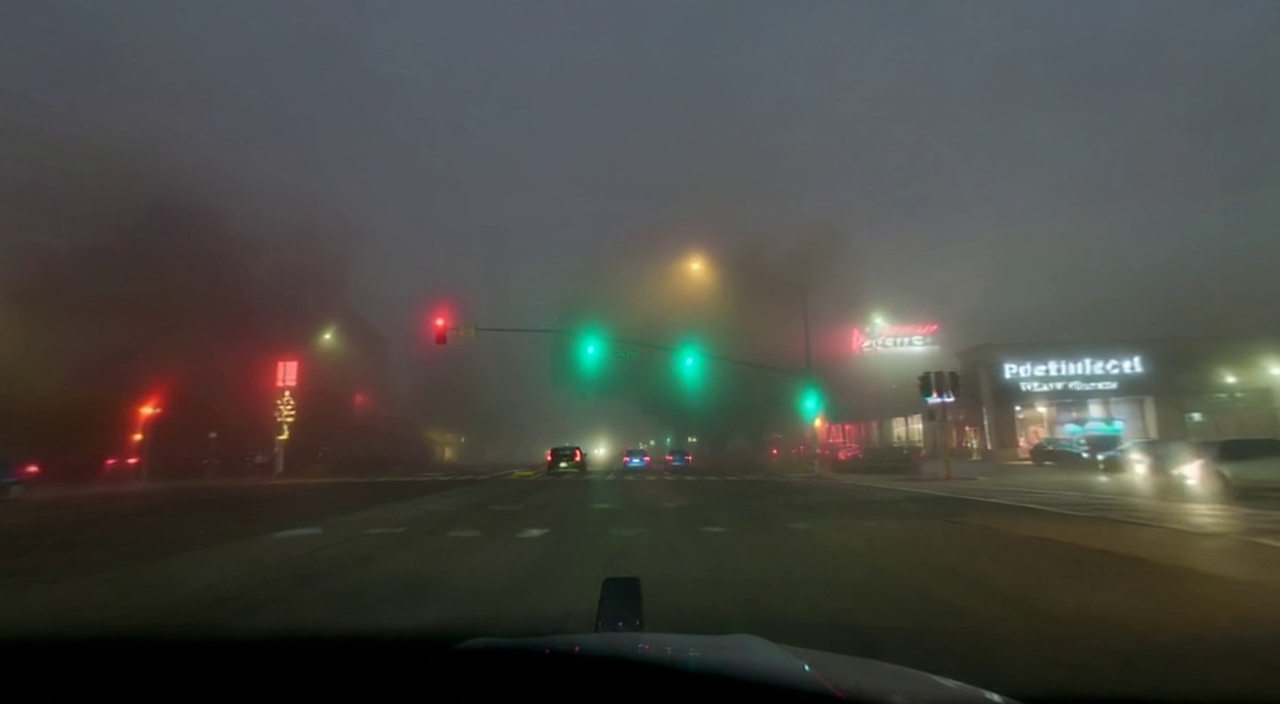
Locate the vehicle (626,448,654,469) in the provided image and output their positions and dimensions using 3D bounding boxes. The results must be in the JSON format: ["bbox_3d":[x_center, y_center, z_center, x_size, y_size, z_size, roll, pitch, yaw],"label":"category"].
[{"bbox_3d":[-0.038,8.022,47.712,2.072,1.473,4.139,0,-9,-1],"label":"vehicle"}]

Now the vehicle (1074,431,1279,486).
[{"bbox_3d":[16.567,3.238,19.351,4.810,1.529,2.142,-2,-9,9],"label":"vehicle"}]

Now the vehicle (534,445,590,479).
[{"bbox_3d":[-3.736,5.388,31.288,2.035,1.564,4.702,-1,-8,2],"label":"vehicle"}]

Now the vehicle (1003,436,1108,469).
[{"bbox_3d":[20.764,5.049,31.891,1.967,1.540,4.966,0,-8,1],"label":"vehicle"}]
